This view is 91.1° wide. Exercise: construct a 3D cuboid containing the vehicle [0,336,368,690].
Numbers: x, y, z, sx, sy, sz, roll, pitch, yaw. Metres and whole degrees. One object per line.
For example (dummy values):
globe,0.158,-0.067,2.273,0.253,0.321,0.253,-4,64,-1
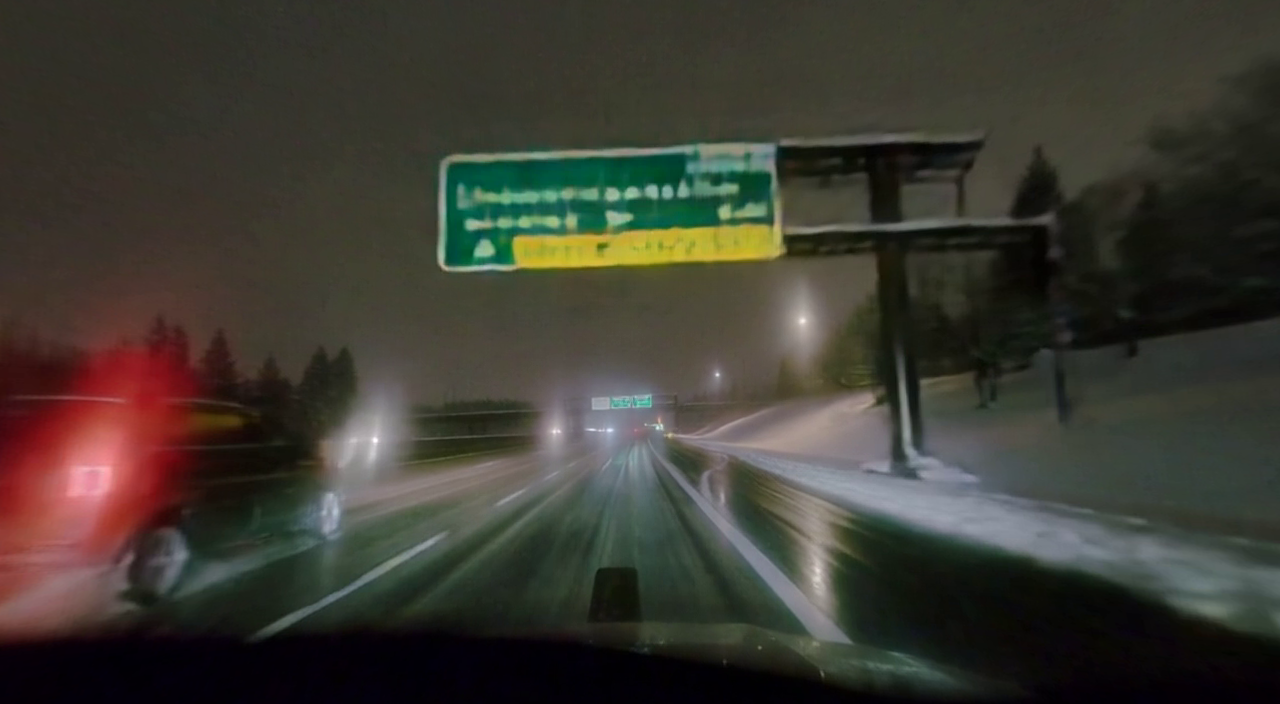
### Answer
vehicle,-4.266,1.047,4.947,2.153,1.730,4.772,0,-8,-1
